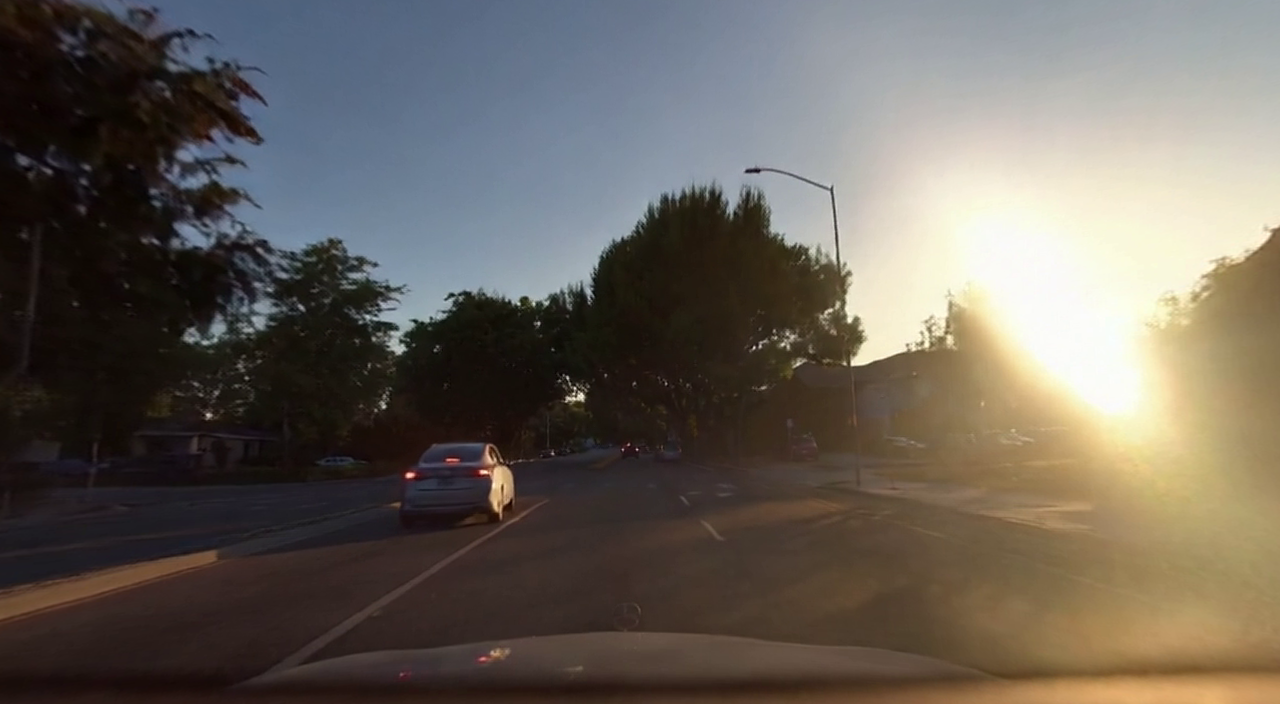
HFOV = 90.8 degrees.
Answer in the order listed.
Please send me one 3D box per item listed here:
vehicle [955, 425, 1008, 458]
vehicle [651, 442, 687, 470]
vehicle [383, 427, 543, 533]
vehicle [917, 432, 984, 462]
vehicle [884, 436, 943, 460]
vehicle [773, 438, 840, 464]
[{"bbox_3d":[23.138,6.048,42.704,2.117,1.987,4.418,-10,-12,39],"label":"vehicle"},{"bbox_3d":[1.728,6.418,39.248,2.003,1.614,4.072,0,-8,-1],"label":"vehicle"},{"bbox_3d":[-3.266,2.444,12.834,2.205,1.706,4.904,1,-8,-5],"label":"vehicle"},{"bbox_3d":[18.747,5.698,38.033,2.150,1.659,4.678,-8,-12,44],"label":"vehicle"},{"bbox_3d":[18.164,6.359,41.837,2.106,1.460,4.389,-8,-11,43],"label":"vehicle"},{"bbox_3d":[10.471,6.248,39.970,1.903,1.569,3.751,6,-10,-34],"label":"vehicle"}]
